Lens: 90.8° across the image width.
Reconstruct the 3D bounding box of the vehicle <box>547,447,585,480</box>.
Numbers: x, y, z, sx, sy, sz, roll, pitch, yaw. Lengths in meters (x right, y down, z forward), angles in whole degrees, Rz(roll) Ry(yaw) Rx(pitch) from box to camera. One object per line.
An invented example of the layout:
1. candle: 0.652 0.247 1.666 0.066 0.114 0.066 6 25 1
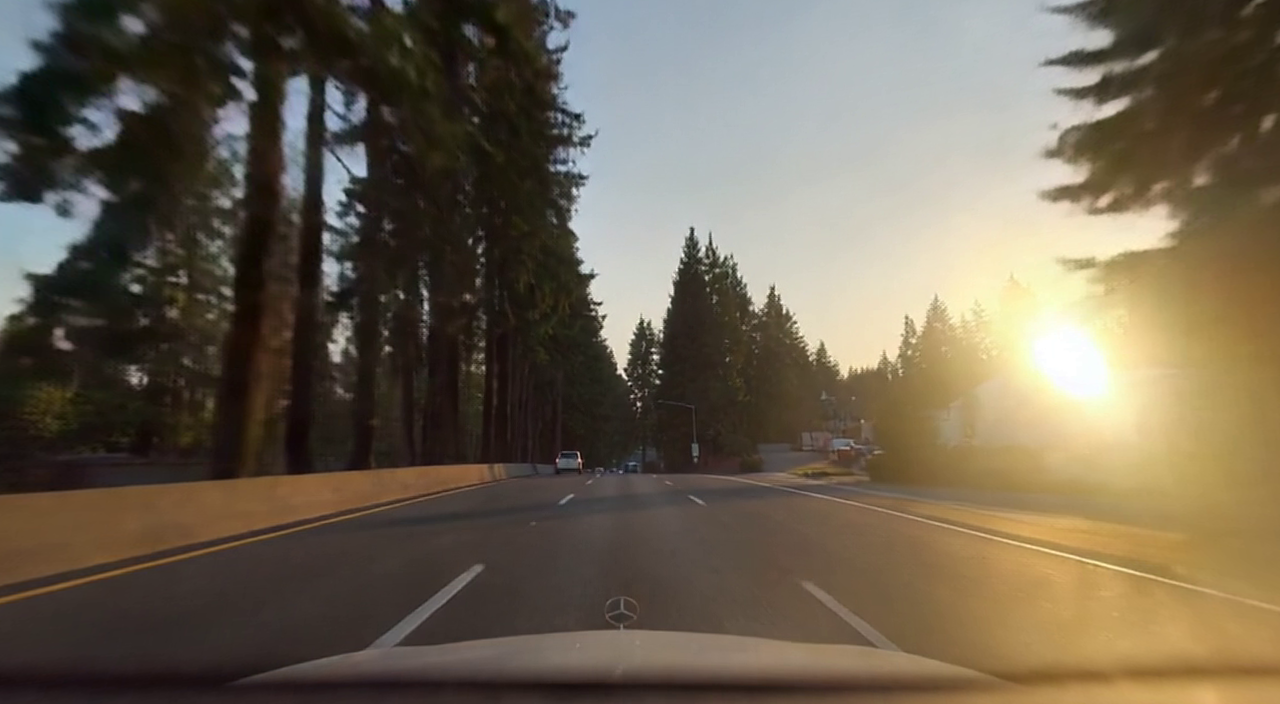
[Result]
1. vehicle: -5.417 8.211 46.892 2.323 2.252 4.808 0 -9 -2
